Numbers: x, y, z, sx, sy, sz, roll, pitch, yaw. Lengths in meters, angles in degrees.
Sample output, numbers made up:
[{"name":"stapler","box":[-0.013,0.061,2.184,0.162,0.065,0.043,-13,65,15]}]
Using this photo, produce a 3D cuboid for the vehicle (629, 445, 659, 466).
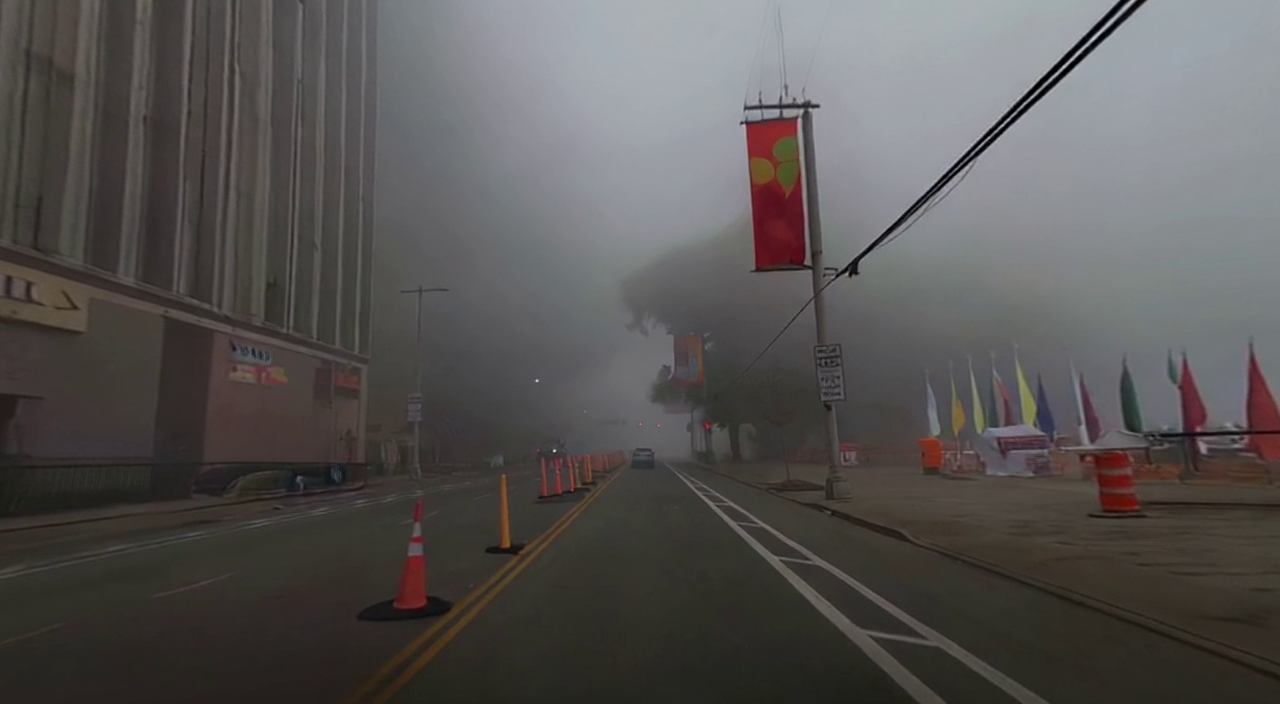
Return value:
[{"name":"vehicle","box":[0.342,7.877,48.156,2.216,1.492,4.725,0,-8,1]}]
